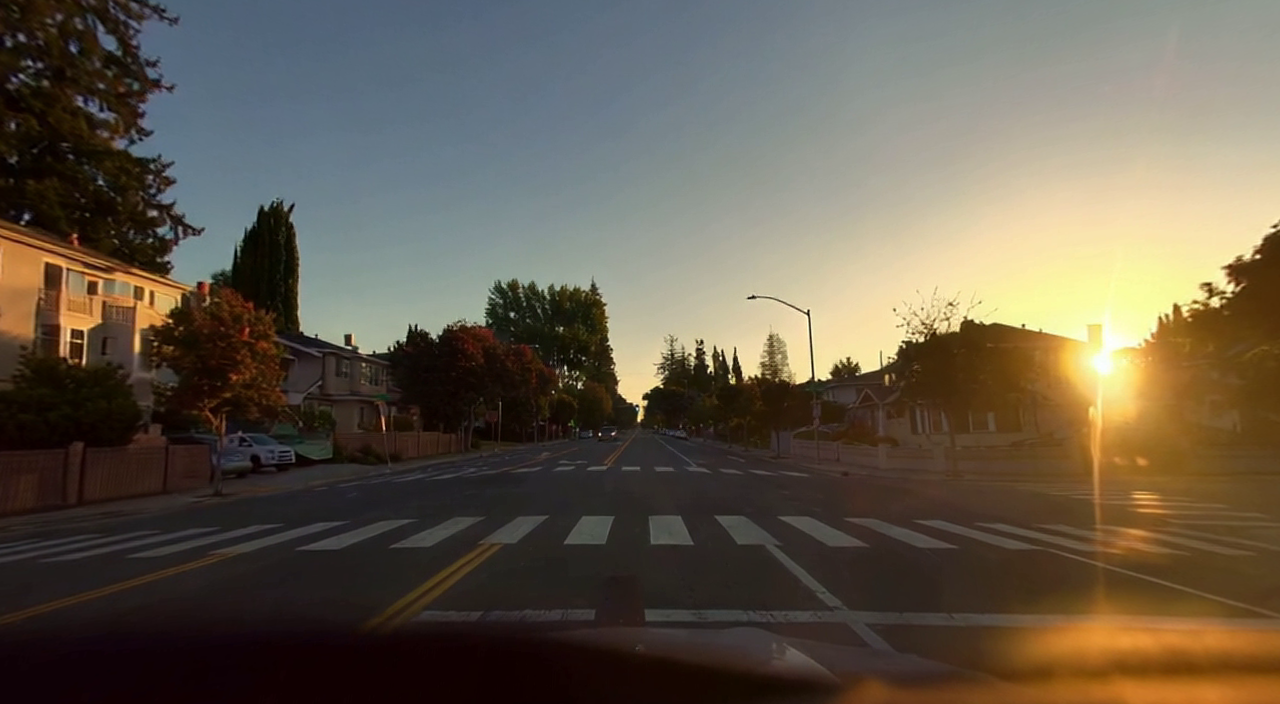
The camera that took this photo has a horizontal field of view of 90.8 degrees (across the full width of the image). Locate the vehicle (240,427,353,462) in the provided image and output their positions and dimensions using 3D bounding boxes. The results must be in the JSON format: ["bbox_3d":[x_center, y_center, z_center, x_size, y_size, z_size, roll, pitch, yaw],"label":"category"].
[{"bbox_3d":[-17.958,4.869,33.181,4.743,1.734,1.994,0,-9,0],"label":"vehicle"}]

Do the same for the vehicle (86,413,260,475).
[{"bbox_3d":[-17.942,3.557,24.511,4.800,2.259,2.303,0,-9,0],"label":"vehicle"}]

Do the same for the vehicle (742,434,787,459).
[{"bbox_3d":[8.008,6.129,40.954,2.029,1.554,4.705,0,-9,1],"label":"vehicle"}]
